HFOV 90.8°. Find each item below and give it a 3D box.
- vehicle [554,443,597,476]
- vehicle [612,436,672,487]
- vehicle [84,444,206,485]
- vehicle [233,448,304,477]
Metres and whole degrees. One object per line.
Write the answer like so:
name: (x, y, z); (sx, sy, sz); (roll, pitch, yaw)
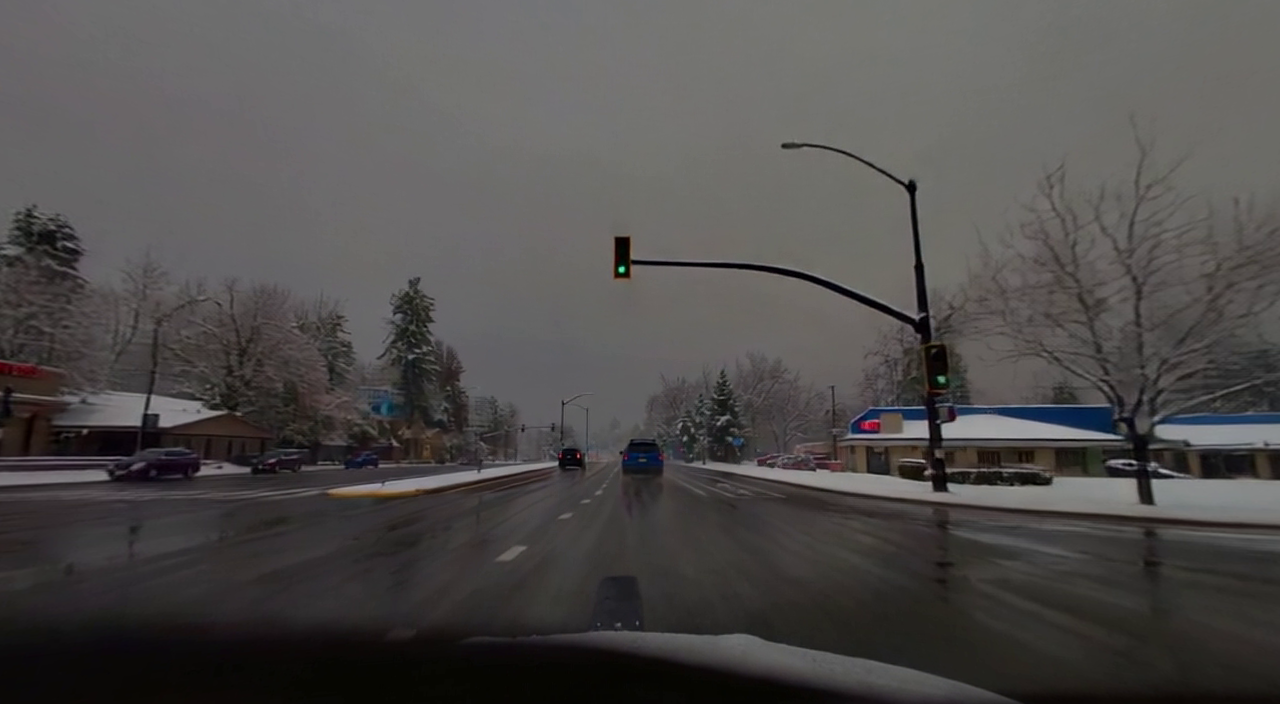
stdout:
vehicle: (-3.924, 6.632, 39.246); (2.202, 1.856, 4.516); (0, -8, -1)
vehicle: (0.035, 4.565, 26.741); (2.273, 1.909, 5.075); (0, -8, -1)
vehicle: (-25.692, 5.814, 33.122); (2.182, 1.906, 5.364); (0, -8, -3)
vehicle: (-26.157, 7.766, 44.727); (2.111, 1.839, 4.932); (0, -8, -2)
